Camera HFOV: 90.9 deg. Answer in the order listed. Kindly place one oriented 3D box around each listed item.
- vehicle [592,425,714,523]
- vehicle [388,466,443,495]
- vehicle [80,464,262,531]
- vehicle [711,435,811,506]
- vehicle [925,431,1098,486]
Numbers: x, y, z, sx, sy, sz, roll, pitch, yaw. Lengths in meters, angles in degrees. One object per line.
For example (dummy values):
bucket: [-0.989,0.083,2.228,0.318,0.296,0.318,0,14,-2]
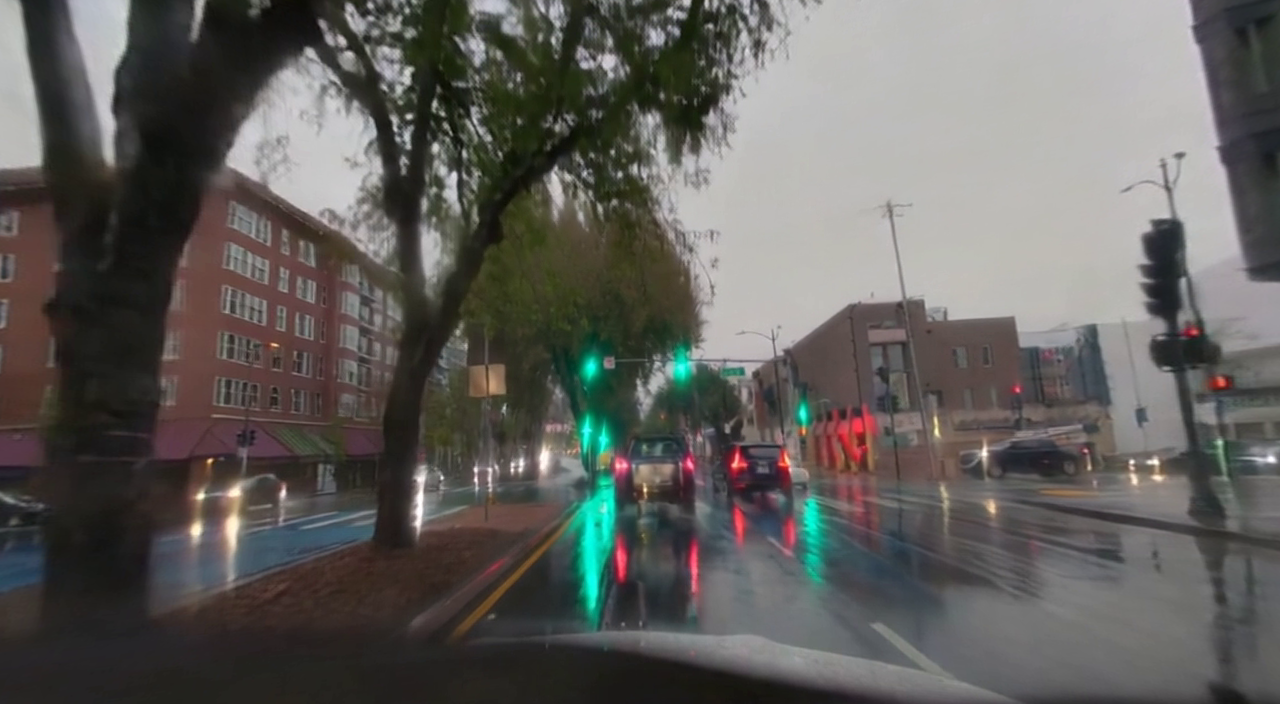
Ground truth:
vehicle: [0.216,2.515,13.529,2.209,1.748,4.130,0,-9,0]
vehicle: [-14.107,8.085,39.886,1.856,1.521,4.309,0,-9,0]
vehicle: [-13.721,4.241,18.877,2.035,1.619,4.327,0,-9,1]
vehicle: [3.290,3.301,17.976,1.939,1.746,4.091,0,-9,-1]
vehicle: [14.093,4.079,24.256,5.156,2.005,2.122,-1,-9,6]
